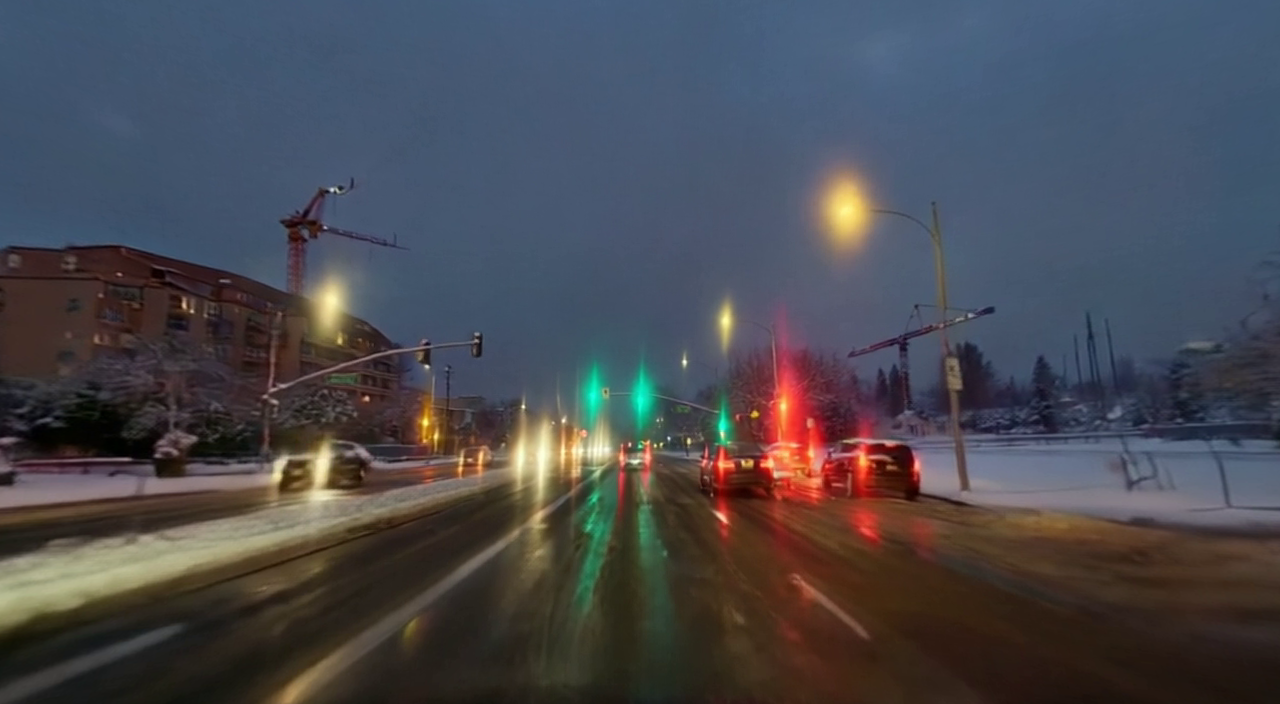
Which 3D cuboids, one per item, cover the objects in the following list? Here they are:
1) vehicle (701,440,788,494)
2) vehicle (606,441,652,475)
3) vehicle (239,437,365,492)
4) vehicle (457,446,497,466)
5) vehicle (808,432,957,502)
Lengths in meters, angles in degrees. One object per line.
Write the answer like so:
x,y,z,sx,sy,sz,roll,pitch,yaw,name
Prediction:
3.082,3.469,19.478,1.910,1.474,4.003,0,-8,-2,vehicle
-0.519,4.962,29.697,2.006,1.487,3.535,0,-8,-1,vehicle
-11.912,3.980,22.732,1.975,1.714,4.638,0,-8,0,vehicle
-12.715,8.103,49.500,1.943,1.473,4.463,0,-8,1,vehicle
7.276,3.519,19.809,2.317,1.852,5.530,0,-9,-2,vehicle
